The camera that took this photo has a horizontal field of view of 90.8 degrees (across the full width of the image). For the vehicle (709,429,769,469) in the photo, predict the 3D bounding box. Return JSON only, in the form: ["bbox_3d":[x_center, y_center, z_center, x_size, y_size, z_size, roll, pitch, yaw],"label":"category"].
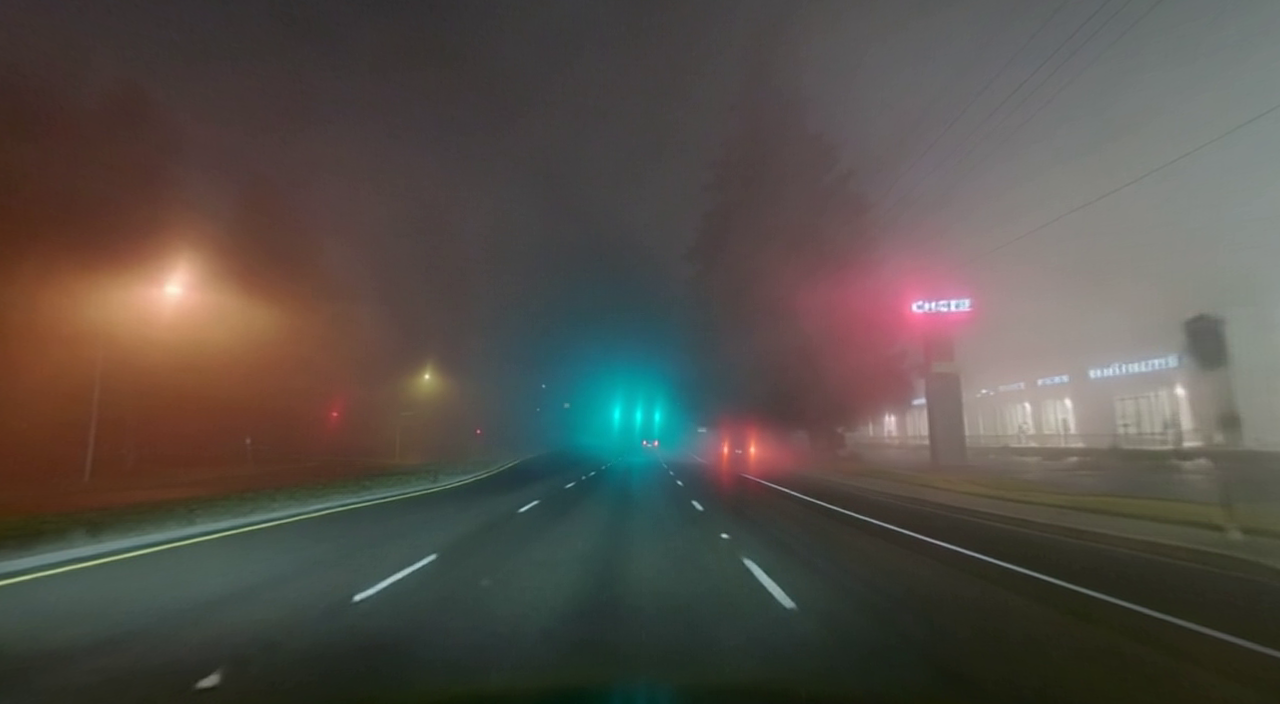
[{"bbox_3d":[5.301,5.307,34.779,2.476,2.016,5.586,0,-8,1],"label":"vehicle"}]
